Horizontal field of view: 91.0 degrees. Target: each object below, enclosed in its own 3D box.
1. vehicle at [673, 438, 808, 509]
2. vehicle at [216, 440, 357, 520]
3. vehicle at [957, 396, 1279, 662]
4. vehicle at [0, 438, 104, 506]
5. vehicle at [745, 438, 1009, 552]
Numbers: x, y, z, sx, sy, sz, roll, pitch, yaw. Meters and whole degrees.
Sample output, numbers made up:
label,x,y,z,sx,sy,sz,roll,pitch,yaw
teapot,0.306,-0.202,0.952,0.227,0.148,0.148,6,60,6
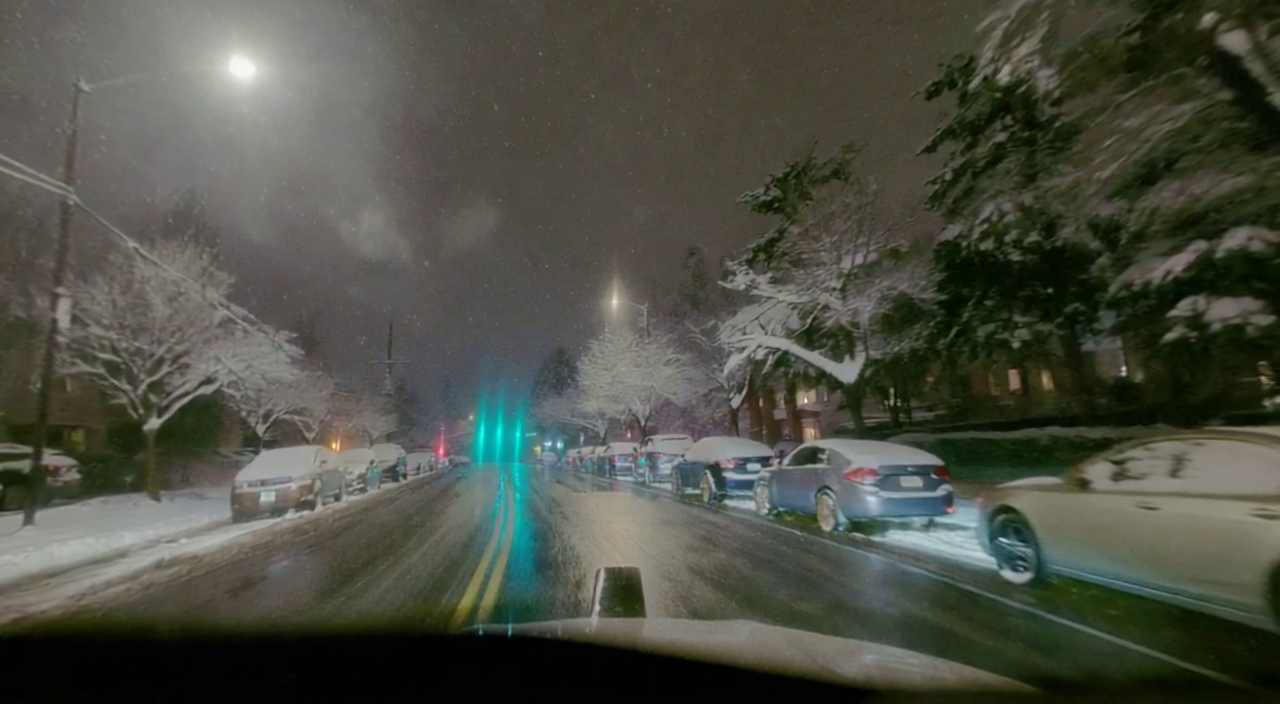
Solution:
label,x,y,z,sx,sy,sz,roll,pitch,yaw
vehicle,2.318,2.949,15.848,1.954,1.507,4.356,1,-9,-11
vehicle,-9.895,3.589,18.174,2.072,1.840,5.197,-1,-9,-12
vehicle,4.493,1.057,4.052,2.049,1.447,4.626,1,-9,-7
vehicle,-18.958,3.534,17.990,5.035,1.760,2.149,-2,-10,-11
vehicle,3.396,2.119,10.143,1.974,1.385,4.315,1,-9,-11
